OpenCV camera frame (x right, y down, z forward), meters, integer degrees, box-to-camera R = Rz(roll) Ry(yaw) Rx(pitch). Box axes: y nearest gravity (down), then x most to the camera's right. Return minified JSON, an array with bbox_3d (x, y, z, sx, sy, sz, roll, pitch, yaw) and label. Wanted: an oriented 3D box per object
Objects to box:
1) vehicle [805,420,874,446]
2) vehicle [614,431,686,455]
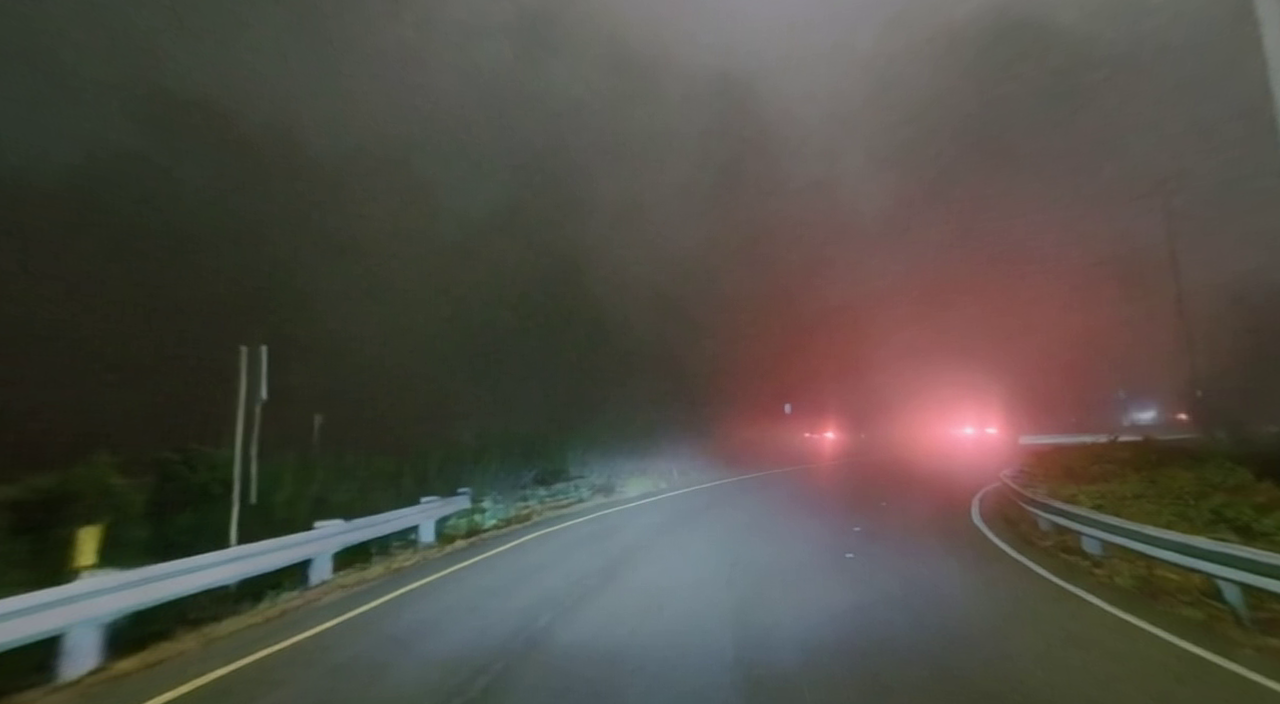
[{"bbox_3d":[12.477,5.103,39.372,3.990,1.549,1.971,6,-10,-33],"label":"vehicle"},{"bbox_3d":[0.761,6.438,44.560,4.957,1.593,1.871,6,-10,-35],"label":"vehicle"}]
